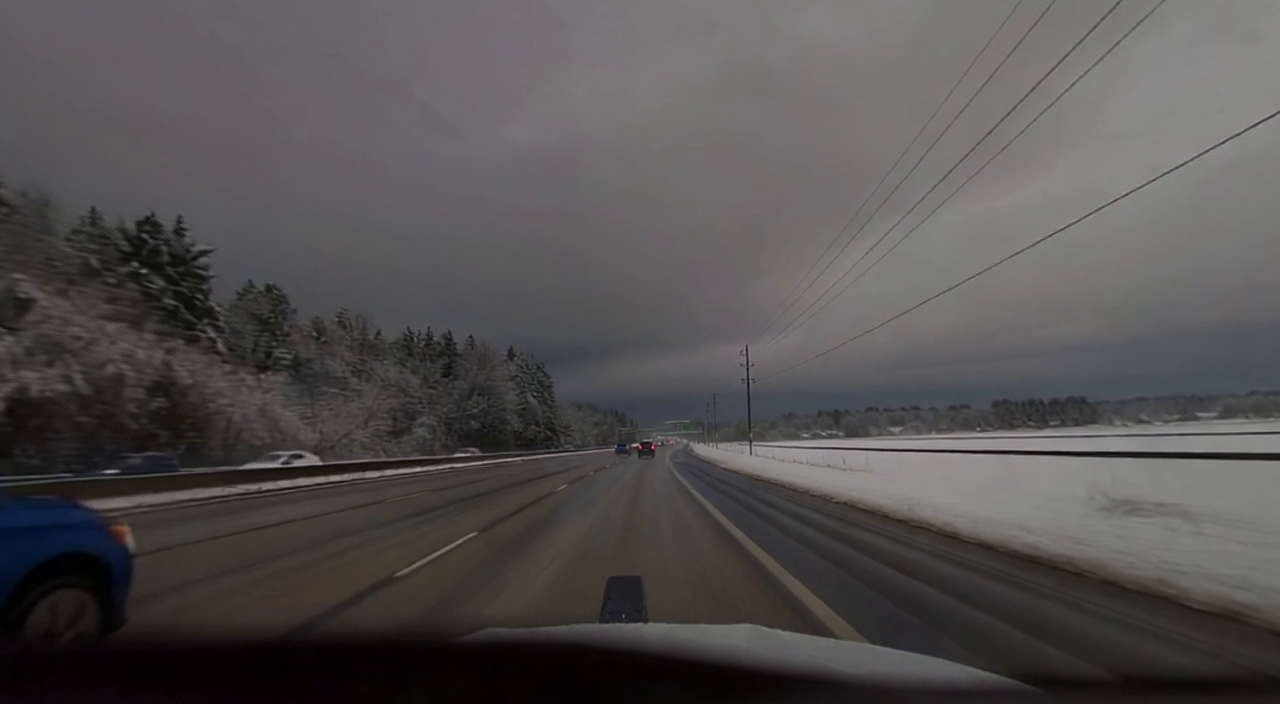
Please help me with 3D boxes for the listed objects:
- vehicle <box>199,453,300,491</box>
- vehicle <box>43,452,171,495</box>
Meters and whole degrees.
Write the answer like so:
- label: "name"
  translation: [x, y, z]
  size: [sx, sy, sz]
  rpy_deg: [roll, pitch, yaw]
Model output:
- label: "vehicle"
  translation: [-16.597, 5.089, 27.020]
  size: [1.660, 1.411, 4.041]
  rpy_deg: [0, -8, 2]
- label: "vehicle"
  translation: [-19.887, 4.529, 23.706]
  size: [1.701, 1.400, 3.522]
  rpy_deg: [0, -8, 0]
